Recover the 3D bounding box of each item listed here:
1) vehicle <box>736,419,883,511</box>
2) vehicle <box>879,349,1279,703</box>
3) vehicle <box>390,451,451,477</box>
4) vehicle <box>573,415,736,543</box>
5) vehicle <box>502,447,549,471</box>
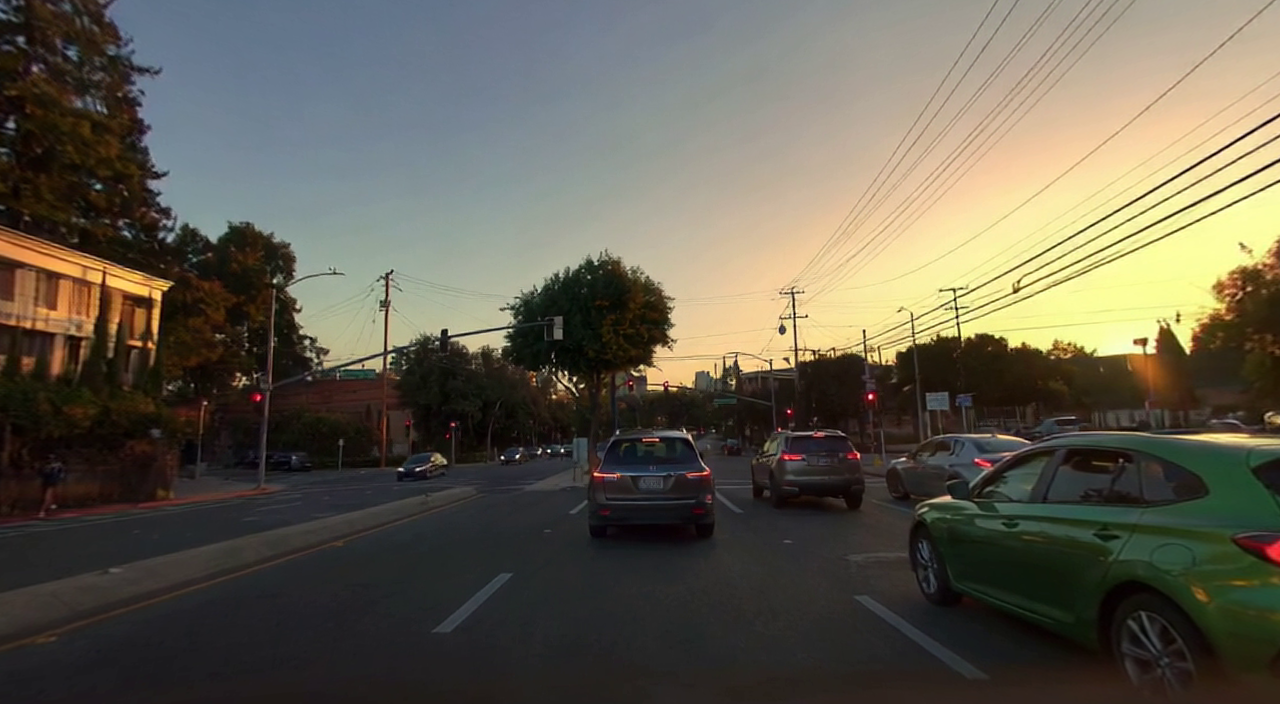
[{"bbox_3d":[3.697,2.568,14.809,2.060,1.789,4.712,0,-9,-1],"label":"vehicle"},{"bbox_3d":[3.348,1.064,4.023,1.998,1.620,4.267,0,-9,1],"label":"vehicle"},{"bbox_3d":[-13.568,6.953,39.344,2.045,1.453,4.624,0,-9,1],"label":"vehicle"},{"bbox_3d":[0.190,1.981,10.386,2.149,1.668,3.962,0,-9,0],"label":"vehicle"},{"bbox_3d":[-7.273,6.837,40.558,2.057,1.461,4.485,0,-9,1],"label":"vehicle"}]
